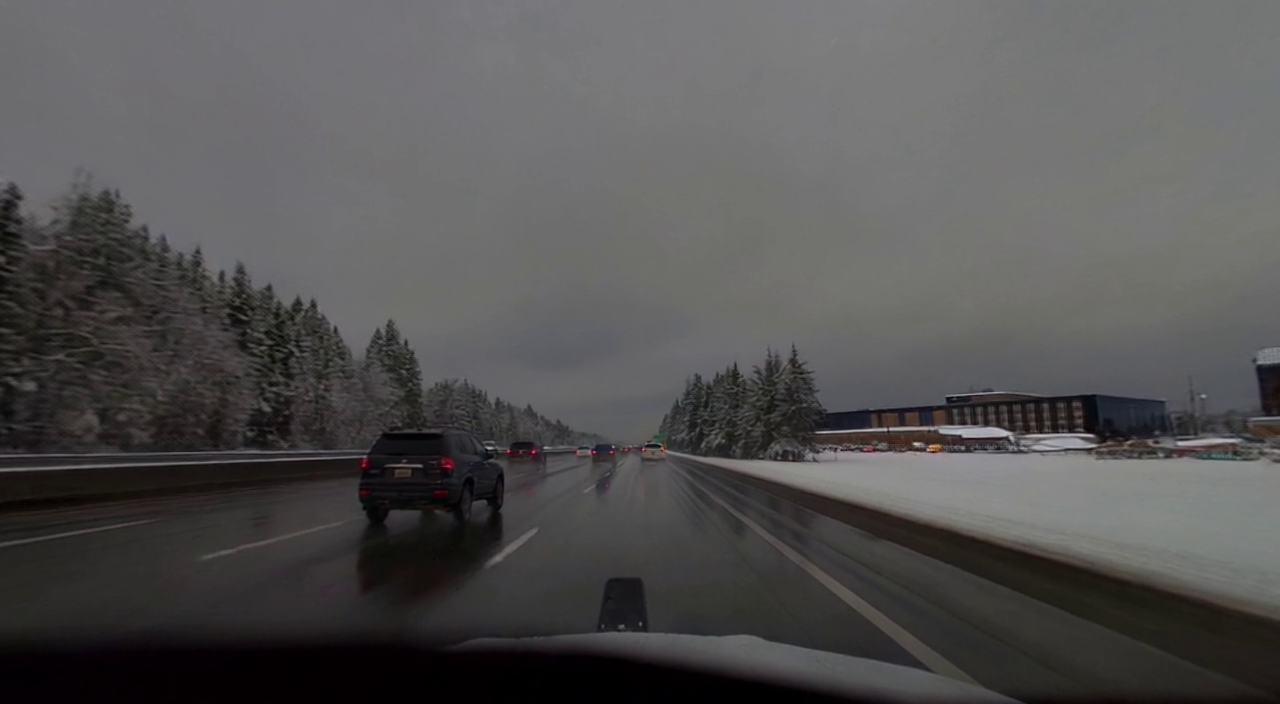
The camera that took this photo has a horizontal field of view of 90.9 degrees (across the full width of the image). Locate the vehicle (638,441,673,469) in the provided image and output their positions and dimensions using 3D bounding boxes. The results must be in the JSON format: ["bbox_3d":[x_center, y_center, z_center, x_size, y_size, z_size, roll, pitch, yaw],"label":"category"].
[{"bbox_3d":[0.957,6.631,40.898,2.135,1.697,4.757,0,-8,0],"label":"vehicle"}]

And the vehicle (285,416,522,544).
[{"bbox_3d":[-3.673,2.097,11.049,2.136,1.718,4.873,0,-8,2],"label":"vehicle"}]
